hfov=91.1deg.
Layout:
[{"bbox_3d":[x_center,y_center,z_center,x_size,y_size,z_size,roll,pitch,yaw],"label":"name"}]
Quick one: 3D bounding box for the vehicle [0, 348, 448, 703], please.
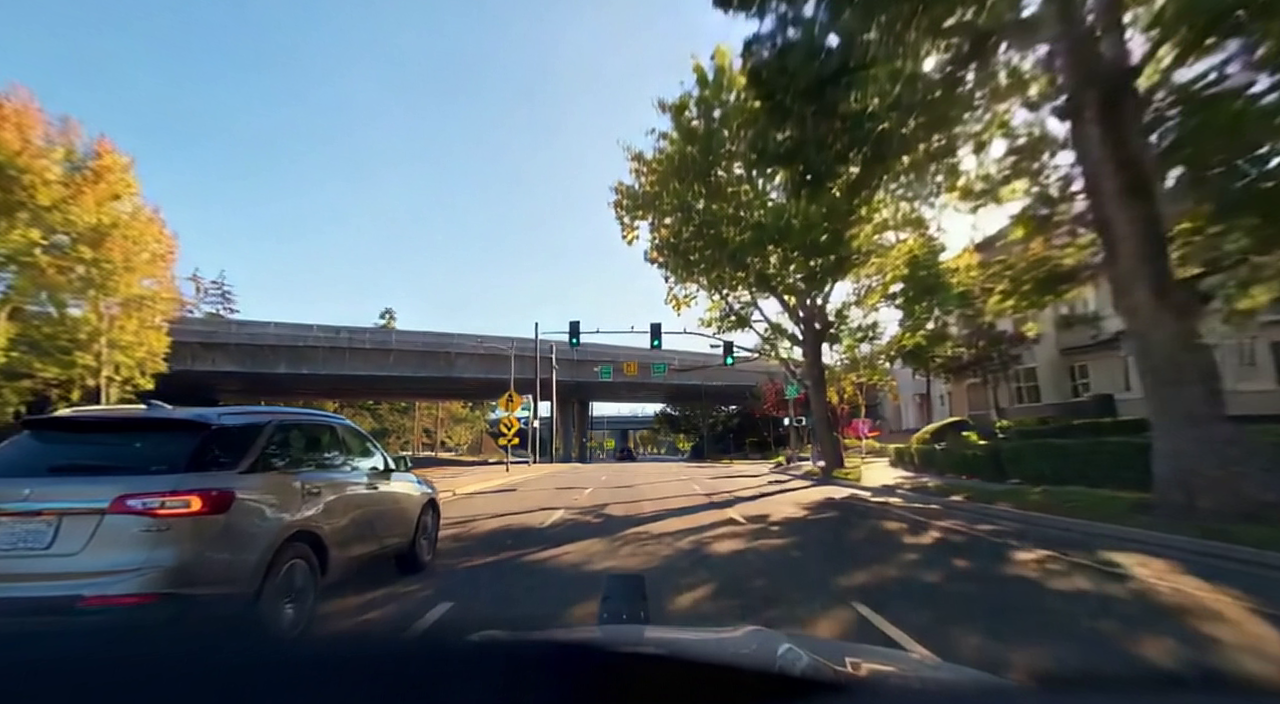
[{"bbox_3d":[-3.115,1.152,4.806,1.882,1.704,4.335,0,-9,0],"label":"vehicle"}]
